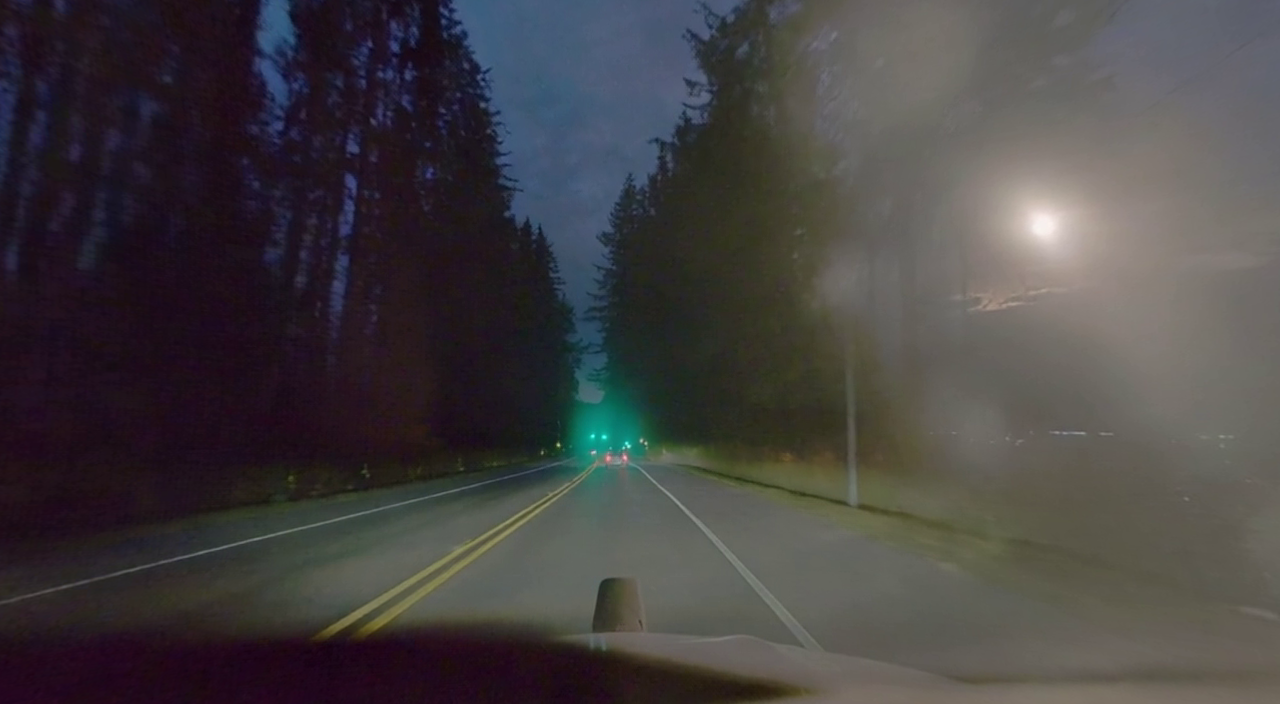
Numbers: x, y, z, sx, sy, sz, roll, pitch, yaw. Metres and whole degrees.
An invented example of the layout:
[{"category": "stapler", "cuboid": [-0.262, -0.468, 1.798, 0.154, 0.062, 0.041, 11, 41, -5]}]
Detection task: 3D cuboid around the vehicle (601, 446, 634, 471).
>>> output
[{"category": "vehicle", "cuboid": [-1.498, 6.964, 41.563, 2.042, 1.489, 3.963, 0, -9, -2]}]
